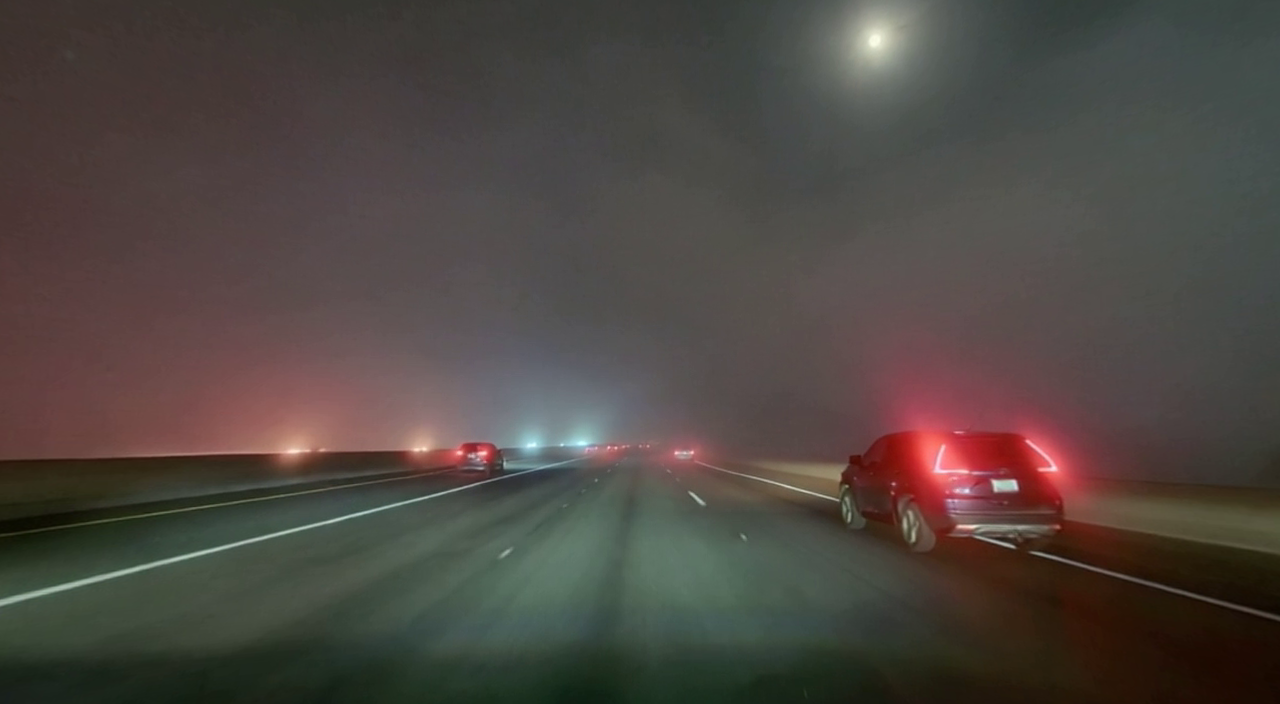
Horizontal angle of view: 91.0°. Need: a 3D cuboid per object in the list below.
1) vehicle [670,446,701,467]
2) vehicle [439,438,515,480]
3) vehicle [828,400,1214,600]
[{"bbox_3d":[3.401,7.939,47.941,2.038,1.497,4.167,0,-9,-1],"label":"vehicle"},{"bbox_3d":[-7.223,4.801,28.531,2.095,1.696,4.680,0,-9,1],"label":"vehicle"},{"bbox_3d":[4.310,1.753,8.362,2.153,1.860,4.689,0,-9,0],"label":"vehicle"}]
